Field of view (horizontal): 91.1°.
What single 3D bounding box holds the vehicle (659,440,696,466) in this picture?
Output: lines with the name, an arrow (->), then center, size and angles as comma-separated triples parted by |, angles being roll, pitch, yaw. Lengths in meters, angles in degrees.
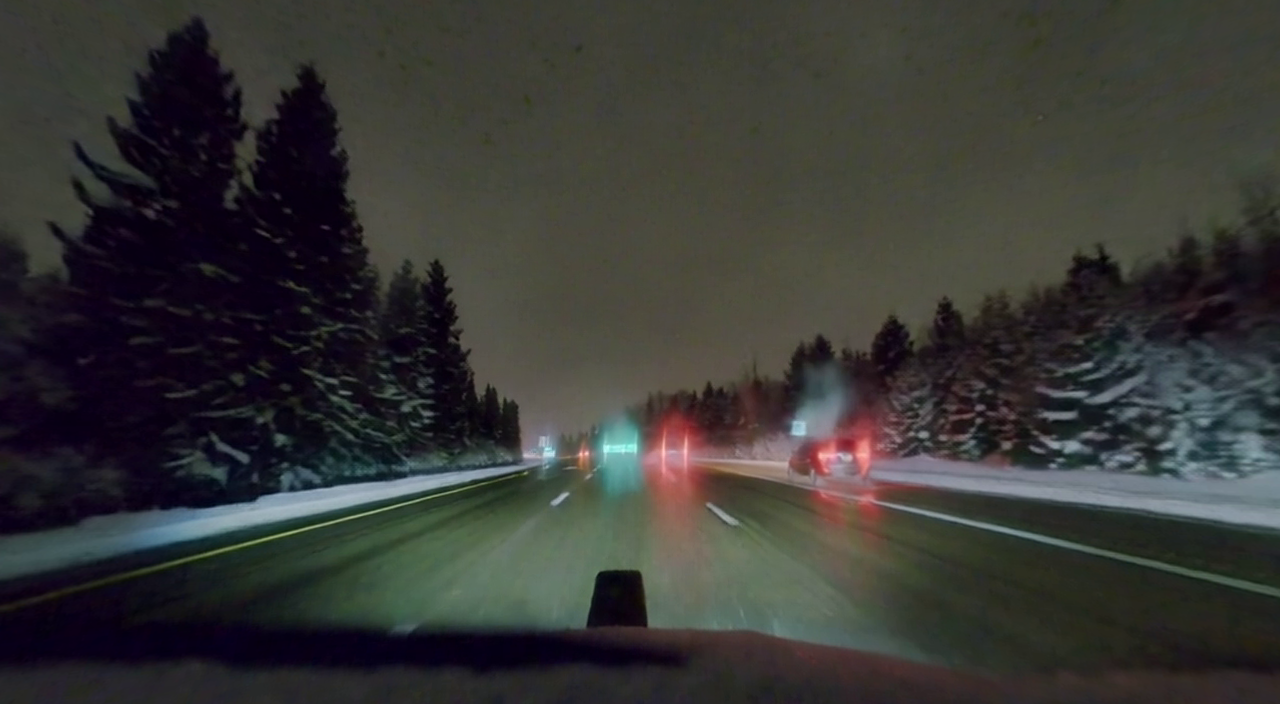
vehicle -> 2.739, 7.567, 47.269 | 2.233, 1.861, 4.494 | 0, -8, -4
